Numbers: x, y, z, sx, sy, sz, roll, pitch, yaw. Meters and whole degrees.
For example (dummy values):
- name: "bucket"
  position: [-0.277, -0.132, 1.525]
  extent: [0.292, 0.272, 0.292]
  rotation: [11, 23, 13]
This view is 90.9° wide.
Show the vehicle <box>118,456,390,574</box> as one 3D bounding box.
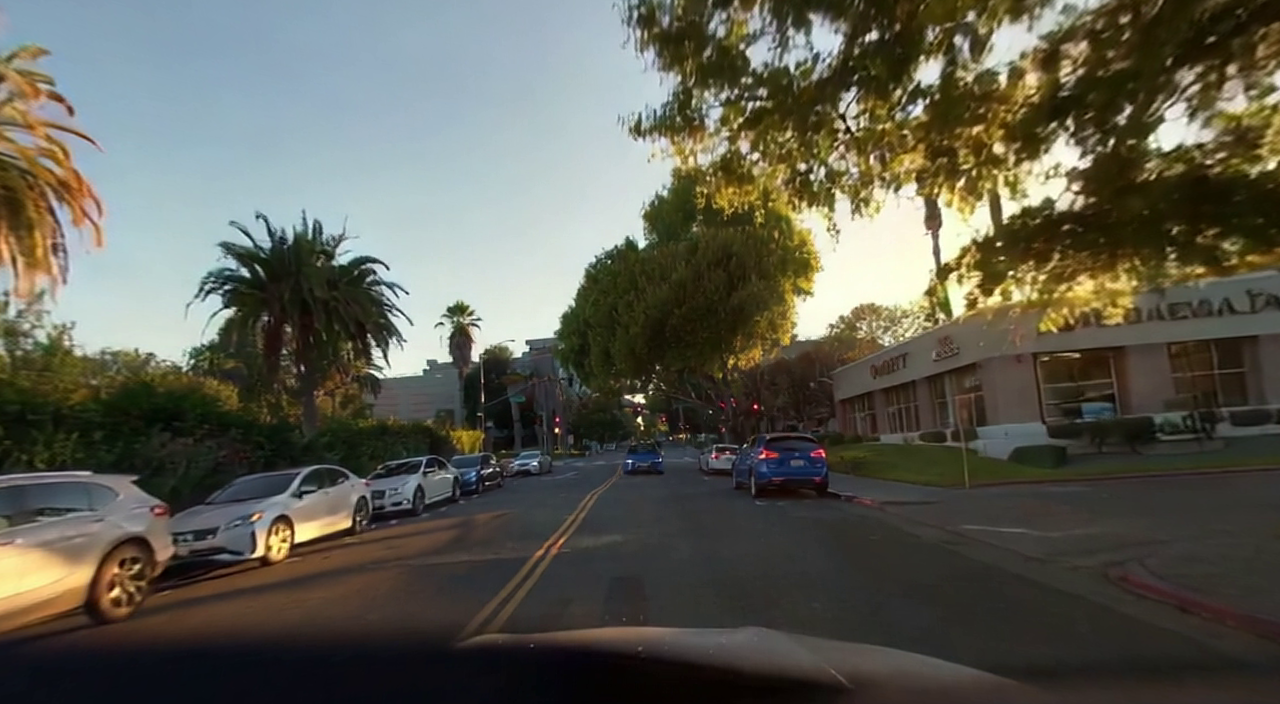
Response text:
- name: "vehicle"
  position: [-6.170, 2.597, 10.858]
  extent: [1.810, 1.489, 4.336]
  rotation: [-1, -8, 2]

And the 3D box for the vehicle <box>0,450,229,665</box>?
- name: "vehicle"
  position: [-6.148, 1.879, 5.388]
  extent: [2.186, 1.621, 4.795]
  rotation: [-10, -8, -4]

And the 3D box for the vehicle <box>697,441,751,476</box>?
- name: "vehicle"
  position: [3.751, 4.799, 28.771]
  extent: [1.821, 1.417, 4.454]
  rotation: [0, -8, 0]

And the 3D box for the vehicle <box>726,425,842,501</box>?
- name: "vehicle"
  position: [3.804, 3.026, 17.746]
  extent: [2.099, 1.786, 5.198]
  rotation: [0, -8, 1]

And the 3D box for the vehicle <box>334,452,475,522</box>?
- name: "vehicle"
  position: [-6.006, 3.467, 16.795]
  extent: [1.874, 1.472, 4.668]
  rotation: [-1, -8, 1]

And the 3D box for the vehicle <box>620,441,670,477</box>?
- name: "vehicle"
  position: [0.194, 4.666, 27.763]
  extent: [2.060, 1.452, 4.078]
  rotation: [0, -8, 0]
